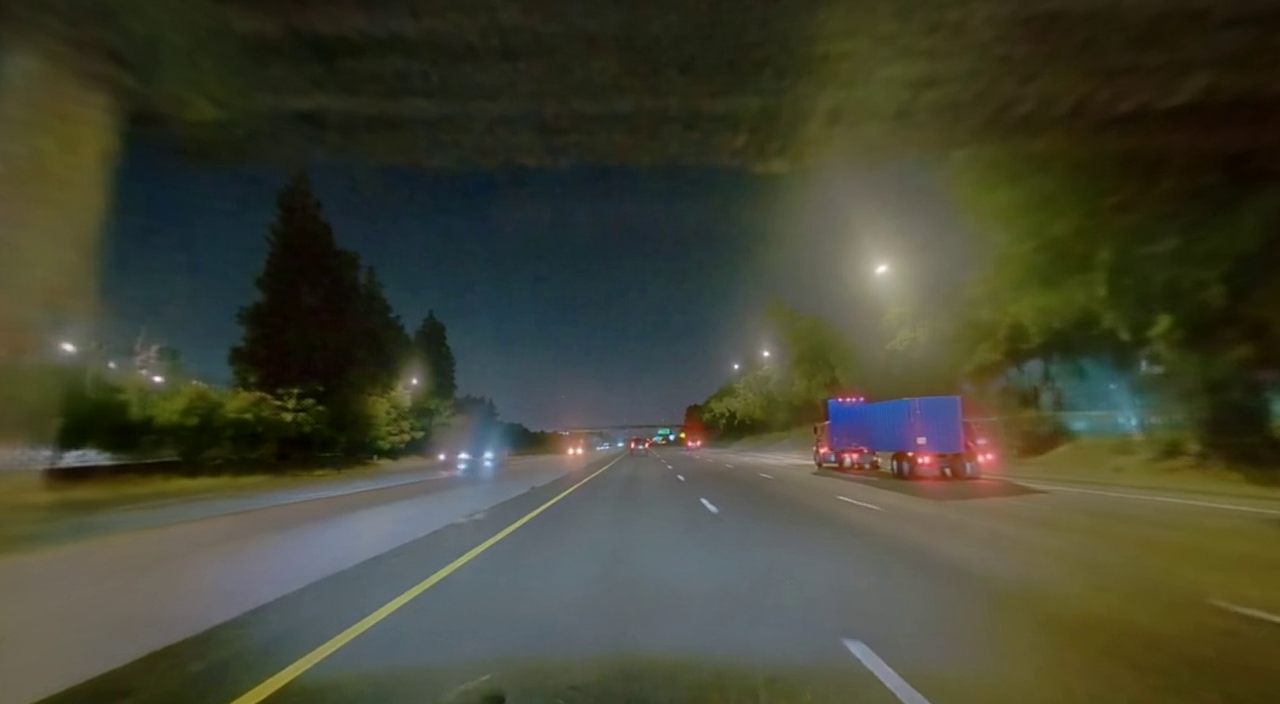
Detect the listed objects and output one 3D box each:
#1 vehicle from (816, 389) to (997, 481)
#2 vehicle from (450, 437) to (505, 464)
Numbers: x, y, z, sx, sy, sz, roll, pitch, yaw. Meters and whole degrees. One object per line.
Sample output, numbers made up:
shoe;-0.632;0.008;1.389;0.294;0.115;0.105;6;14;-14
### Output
vehicle;10.851;3.699;27.560;2.960;3.207;10.950;0;-8;-1
vehicle;-10.004;6.101;39.118;2.009;1.551;4.720;0;-8;2
